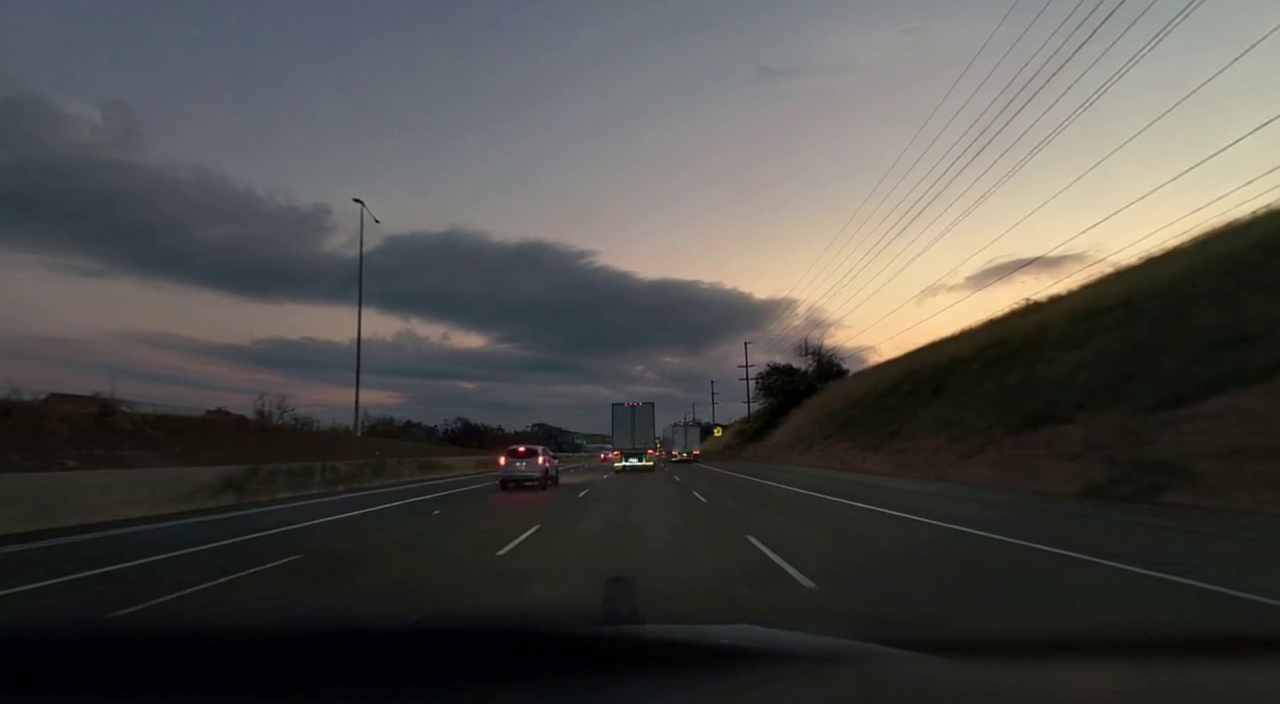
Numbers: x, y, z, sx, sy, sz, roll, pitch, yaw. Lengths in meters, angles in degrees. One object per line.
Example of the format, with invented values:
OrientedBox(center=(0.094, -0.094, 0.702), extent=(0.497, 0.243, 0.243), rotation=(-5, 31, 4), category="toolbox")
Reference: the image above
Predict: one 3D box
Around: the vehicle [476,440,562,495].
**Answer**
OrientedBox(center=(-4.006, 3.919, 21.696), extent=(2.050, 1.679, 4.253), rotation=(0, -9, 1), category="vehicle")

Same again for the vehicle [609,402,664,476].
OrientedBox(center=(-0.207, 5.630, 40.148), extent=(2.985, 4.025, 10.982), rotation=(0, -9, 0), category="vehicle")
